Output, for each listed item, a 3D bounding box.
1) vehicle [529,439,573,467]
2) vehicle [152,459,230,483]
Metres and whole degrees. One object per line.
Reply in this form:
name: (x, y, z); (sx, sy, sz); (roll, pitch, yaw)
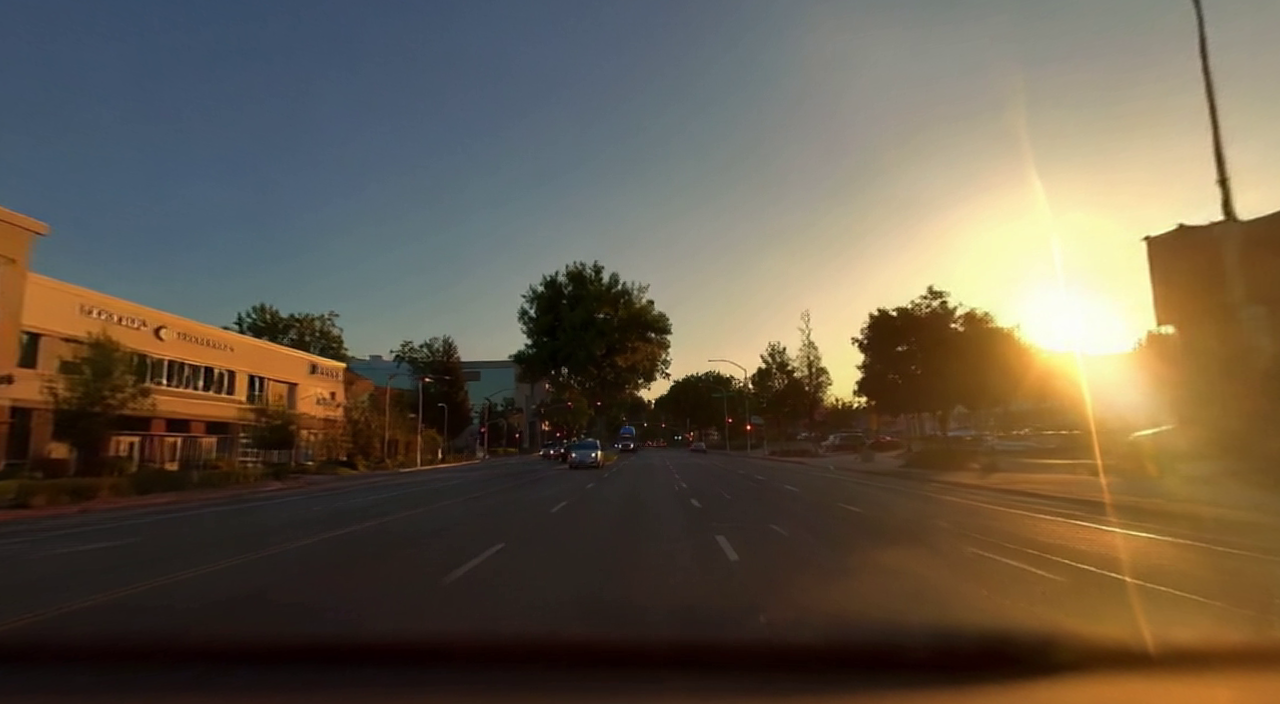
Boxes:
vehicle: (-5.816, 6.677, 41.899); (2.179, 1.750, 4.621); (0, -8, 1)
vehicle: (-35.562, 9.412, 49.967); (4.485, 1.772, 2.149); (0, -9, 1)
